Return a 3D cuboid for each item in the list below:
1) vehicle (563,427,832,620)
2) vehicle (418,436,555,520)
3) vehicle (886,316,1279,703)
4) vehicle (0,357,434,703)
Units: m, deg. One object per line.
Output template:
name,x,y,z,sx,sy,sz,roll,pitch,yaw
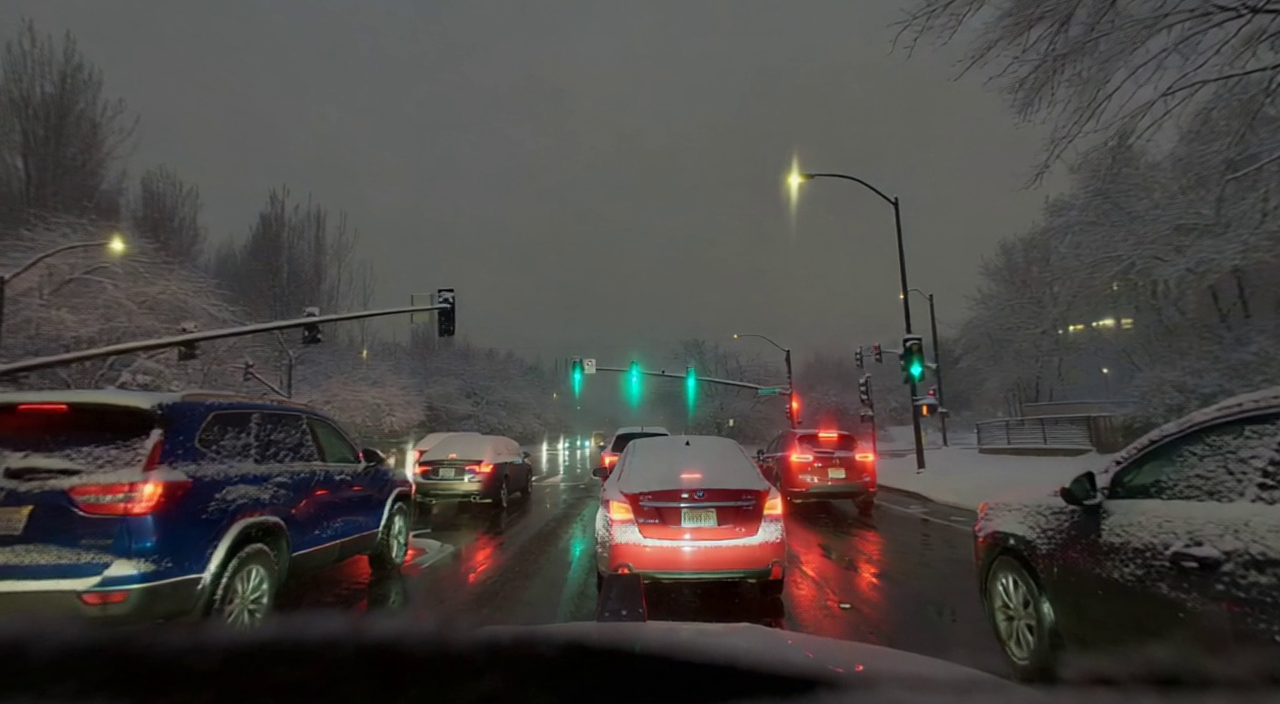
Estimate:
vehicle,0.435,1.609,6.836,2.051,1.460,3.932,0,-8,0
vehicle,-3.071,2.598,13.489,1.868,1.516,4.114,0,-8,1
vehicle,3.045,0.913,3.047,1.880,1.747,4.500,0,-8,0
vehicle,-3.448,1.217,5.263,1.889,1.767,4.289,0,-8,1
